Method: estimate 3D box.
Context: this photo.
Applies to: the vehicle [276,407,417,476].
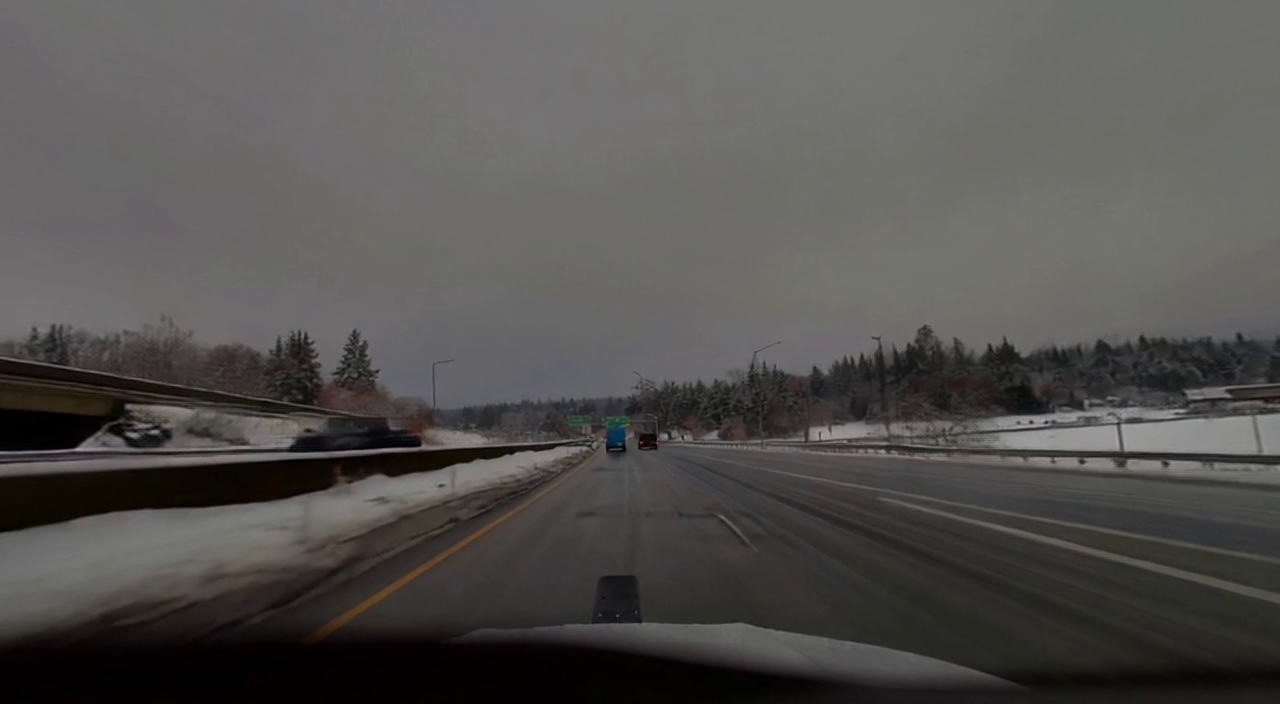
[{"bbox_3d":[-9.155,2.856,20.274,2.106,1.901,5.107,0,-8,-1],"label":"vehicle"}]
